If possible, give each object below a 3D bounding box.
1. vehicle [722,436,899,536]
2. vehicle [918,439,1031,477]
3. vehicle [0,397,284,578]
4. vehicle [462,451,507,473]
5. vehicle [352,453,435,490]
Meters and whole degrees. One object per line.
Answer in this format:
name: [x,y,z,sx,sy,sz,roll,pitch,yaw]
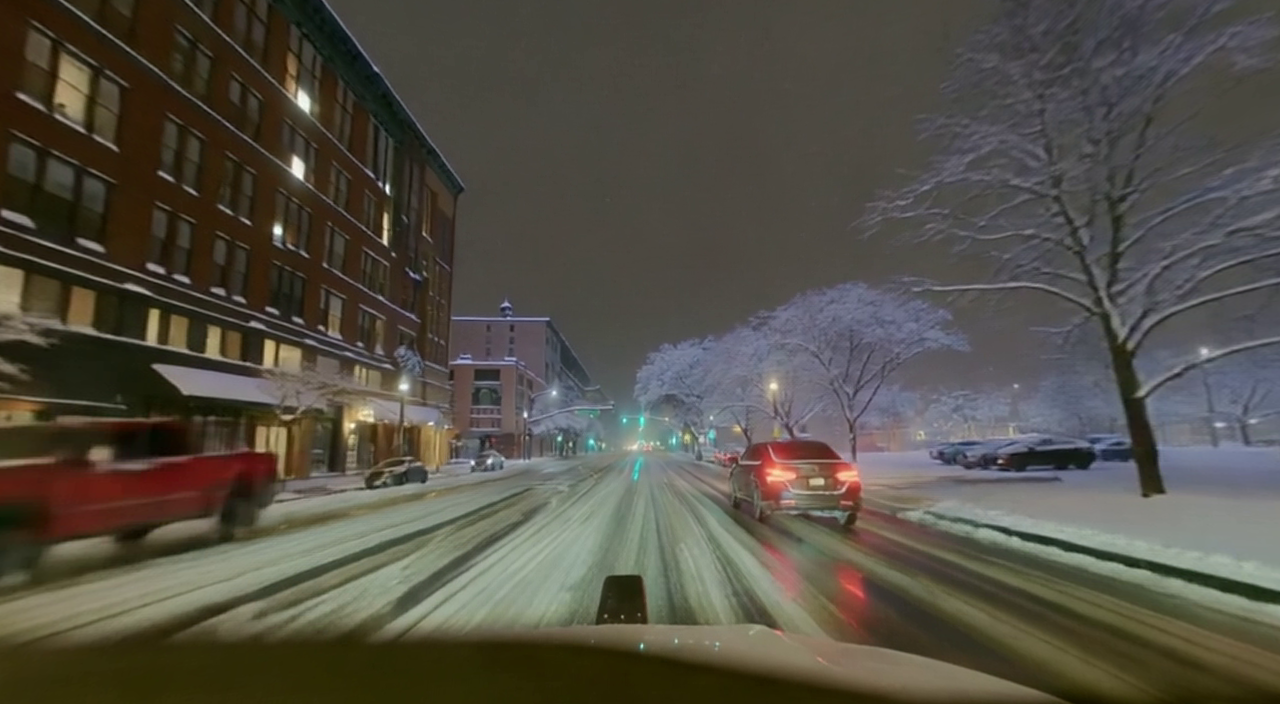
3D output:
vehicle: [2.937,2.414,11.960,2.080,1.524,4.348,0,-9,-1]
vehicle: [16.194,5.143,30.568,4.412,1.503,1.771,-4,-8,0]
vehicle: [-8.467,1.974,10.009,2.379,2.086,5.321,0,-9,0]
vehicle: [-11.782,8.404,47.944,1.944,1.575,4.895,-1,-10,3]
vehicle: [-11.981,5.834,30.916,2.015,1.521,4.798,-1,-8,3]
